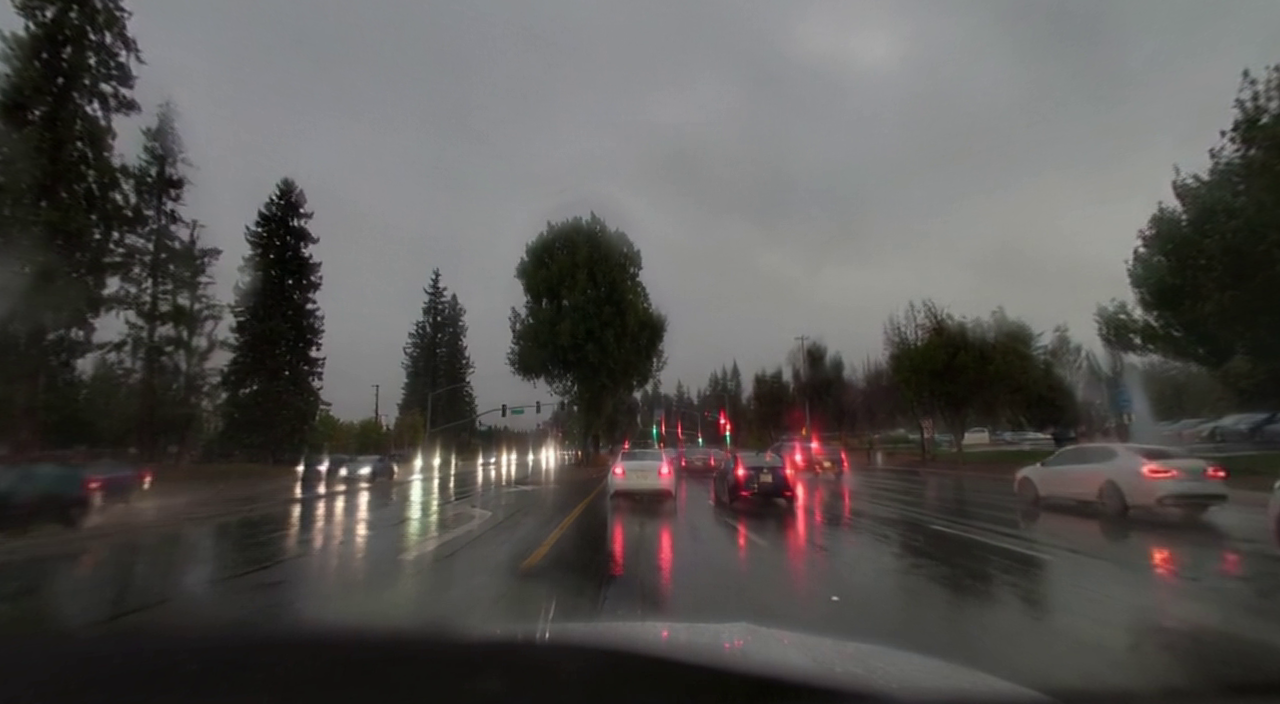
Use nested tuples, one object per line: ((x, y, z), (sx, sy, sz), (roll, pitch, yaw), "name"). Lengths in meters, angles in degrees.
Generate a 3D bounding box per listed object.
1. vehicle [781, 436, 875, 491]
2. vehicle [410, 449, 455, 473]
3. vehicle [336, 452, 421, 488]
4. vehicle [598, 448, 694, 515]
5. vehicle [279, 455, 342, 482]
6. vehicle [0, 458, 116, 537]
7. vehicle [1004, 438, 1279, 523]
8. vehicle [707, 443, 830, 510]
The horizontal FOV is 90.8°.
((6.378, 3.814, 21.935), (1.931, 1.685, 4.054), (0, -9, -1), "vehicle")
((-15.925, 8.376, 48.770), (1.908, 1.703, 4.547), (0, -9, 0), "vehicle")
((-12.114, 5.453, 29.590), (2.002, 1.500, 4.536), (0, -9, 0), "vehicle")
((0.068, 2.992, 15.162), (1.990, 1.347, 4.067), (0, -9, -2), "vehicle")
((-22.463, 7.919, 43.298), (1.889, 1.651, 4.512), (0, -9, 0), "vehicle")
((-13.507, 2.931, 12.802), (2.018, 1.469, 4.916), (1, -9, -7), "vehicle")
((10.536, 2.678, 13.846), (1.890, 1.488, 5.113), (0, -9, -2), "vehicle")
((3.087, 3.102, 16.375), (1.970, 1.445, 4.974), (0, -9, -2), "vehicle")
